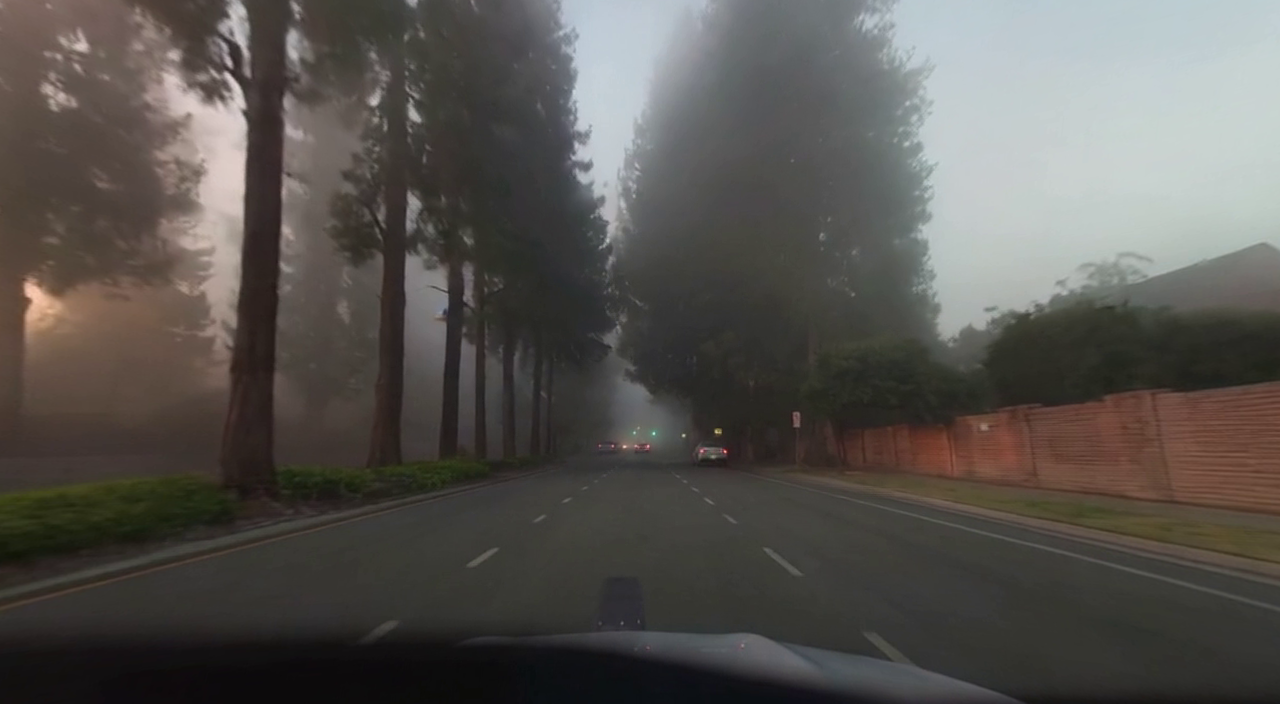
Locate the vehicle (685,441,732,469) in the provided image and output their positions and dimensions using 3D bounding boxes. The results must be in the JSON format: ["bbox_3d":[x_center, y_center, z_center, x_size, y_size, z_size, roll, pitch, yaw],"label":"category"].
[{"bbox_3d":[4.044,6.183,37.980,2.237,1.578,4.621,0,-8,-1],"label":"vehicle"}]
